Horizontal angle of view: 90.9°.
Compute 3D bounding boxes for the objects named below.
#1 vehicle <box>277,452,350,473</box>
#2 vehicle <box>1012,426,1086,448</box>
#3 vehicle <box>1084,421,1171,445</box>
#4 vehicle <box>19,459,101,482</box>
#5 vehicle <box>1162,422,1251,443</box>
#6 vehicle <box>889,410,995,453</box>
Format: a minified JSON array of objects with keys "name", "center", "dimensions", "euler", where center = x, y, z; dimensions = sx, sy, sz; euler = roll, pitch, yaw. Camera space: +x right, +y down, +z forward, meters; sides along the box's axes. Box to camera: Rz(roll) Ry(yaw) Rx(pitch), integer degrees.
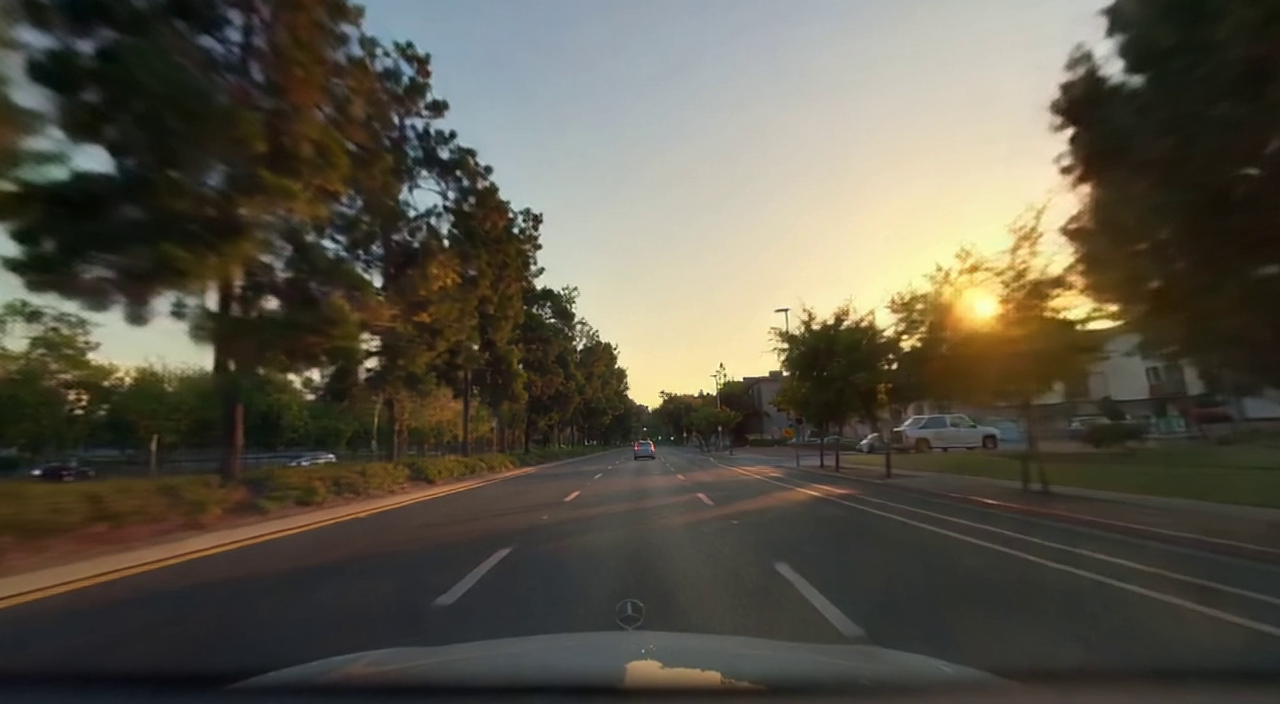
[{"name":"vehicle","center":[-25.372,8.536,49.033],"dimensions":[2.004,1.450,4.543],"euler":[-8,-11,42]},{"name":"vehicle","center":[29.555,6.147,45.623],"dimensions":[4.101,1.518,1.749],"euler":[0,-8,-1]},{"name":"vehicle","center":[35.236,5.877,45.608],"dimensions":[4.578,1.488,1.890],"euler":[-2,-9,1]},{"name":"vehicle","center":[-38.688,7.864,42.061],"dimensions":[4.135,1.440,1.754],"euler":[-2,-9,11]},{"name":"vehicle","center":[40.956,5.830,45.619],"dimensions":[4.568,1.459,1.789],"euler":[0,-8,1]},{"name":"vehicle","center":[21.945,5.812,46.063],"dimensions":[6.374,3.018,2.476],"euler":[0,-8,-1]}]
